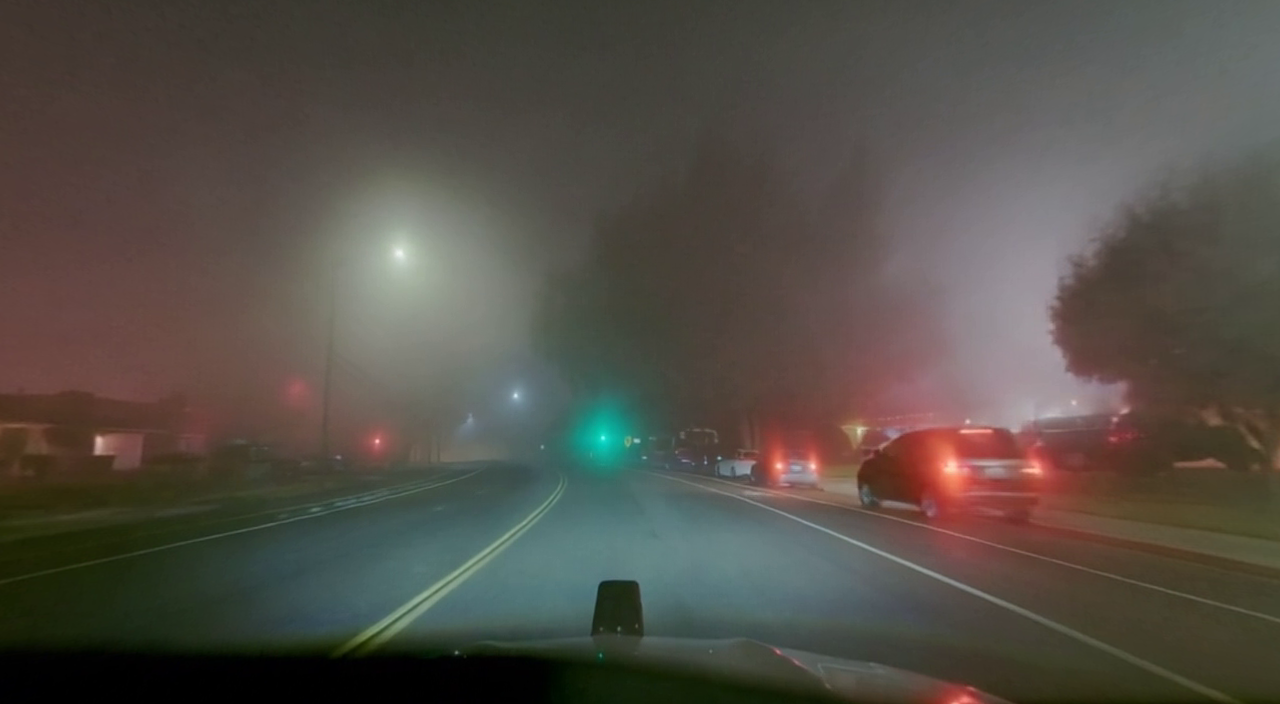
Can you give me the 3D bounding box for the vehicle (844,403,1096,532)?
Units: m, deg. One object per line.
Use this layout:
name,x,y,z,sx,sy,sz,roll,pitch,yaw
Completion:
vehicle,6.261,2.265,12.948,2.305,2.111,4.965,0,-8,-2

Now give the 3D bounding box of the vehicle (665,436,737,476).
vehicle,3.367,6.000,36.704,2.670,2.085,6.775,1,-8,-7

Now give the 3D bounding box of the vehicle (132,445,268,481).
vehicle,-19.514,4.917,28.253,4.502,1.511,1.939,2,-9,-13

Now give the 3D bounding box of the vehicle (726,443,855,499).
vehicle,5.204,4.181,22.804,2.713,1.671,4.939,1,-8,-10
